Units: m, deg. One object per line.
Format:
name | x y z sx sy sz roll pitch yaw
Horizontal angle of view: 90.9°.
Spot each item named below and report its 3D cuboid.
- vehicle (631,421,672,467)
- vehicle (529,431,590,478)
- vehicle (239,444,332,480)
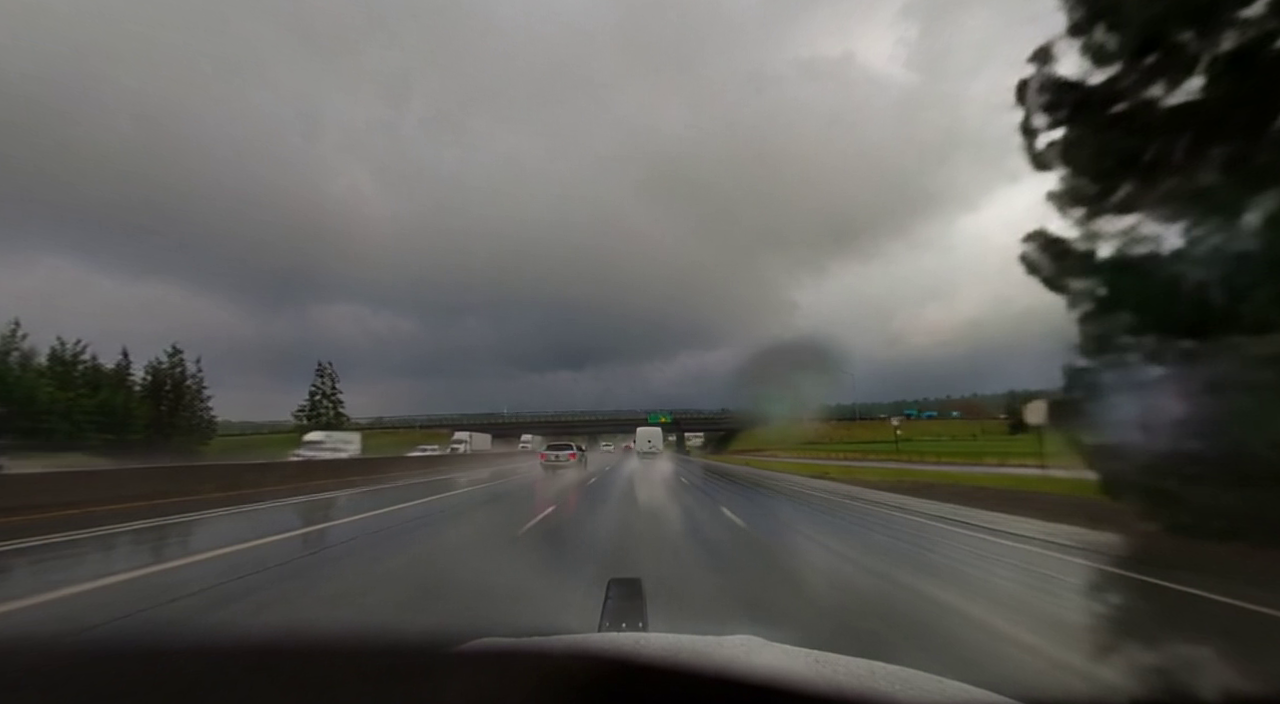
vehicle | 0.769 6.851 46.645 2.790 3.075 7.414 0 -9 0
vehicle | -3.867 5.080 31.274 2.233 2.093 5.565 0 -9 0
vehicle | -19.929 6.170 35.719 2.472 1.878 4.654 0 -9 1
